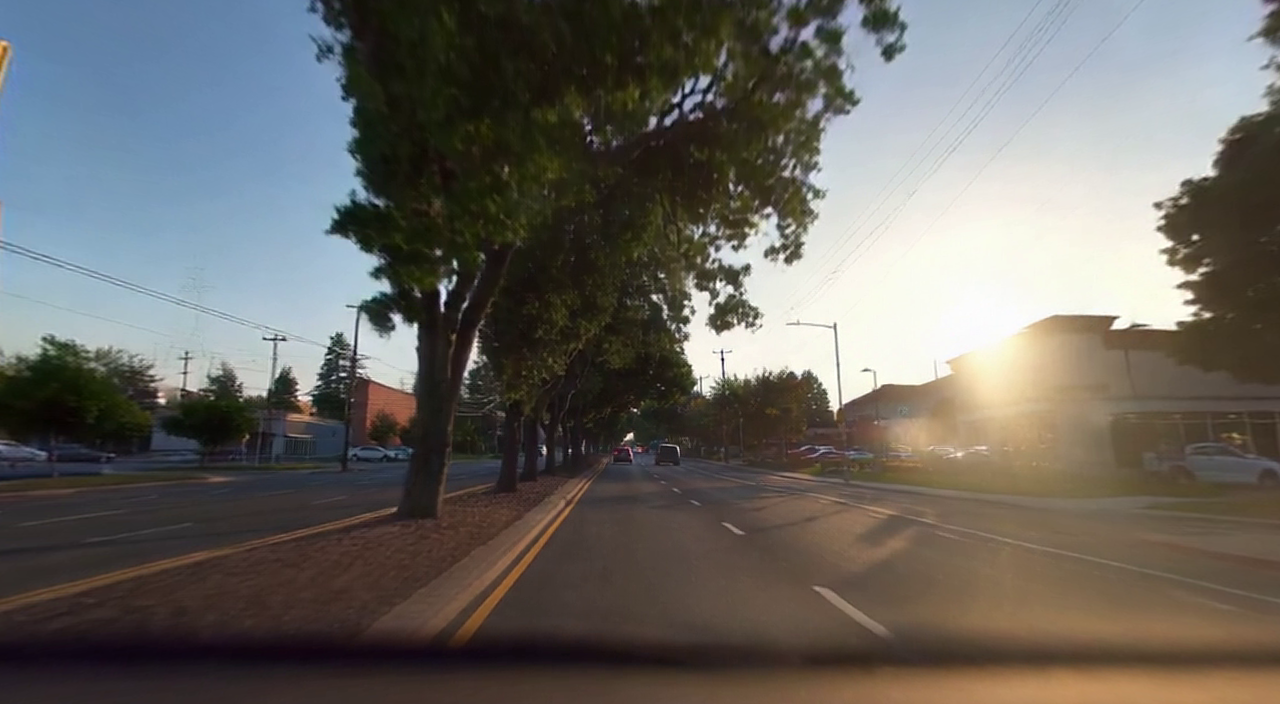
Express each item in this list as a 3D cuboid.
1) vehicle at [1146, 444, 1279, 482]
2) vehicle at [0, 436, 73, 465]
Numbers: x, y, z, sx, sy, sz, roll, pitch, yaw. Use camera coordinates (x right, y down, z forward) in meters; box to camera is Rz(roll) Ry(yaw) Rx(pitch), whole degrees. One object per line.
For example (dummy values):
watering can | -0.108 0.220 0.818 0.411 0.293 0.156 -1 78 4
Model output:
vehicle | 24.492 4.603 26.521 2.066 1.467 4.486 5 -10 -31
vehicle | -46.518 7.400 47.734 2.278 2.065 5.344 1 -8 0
